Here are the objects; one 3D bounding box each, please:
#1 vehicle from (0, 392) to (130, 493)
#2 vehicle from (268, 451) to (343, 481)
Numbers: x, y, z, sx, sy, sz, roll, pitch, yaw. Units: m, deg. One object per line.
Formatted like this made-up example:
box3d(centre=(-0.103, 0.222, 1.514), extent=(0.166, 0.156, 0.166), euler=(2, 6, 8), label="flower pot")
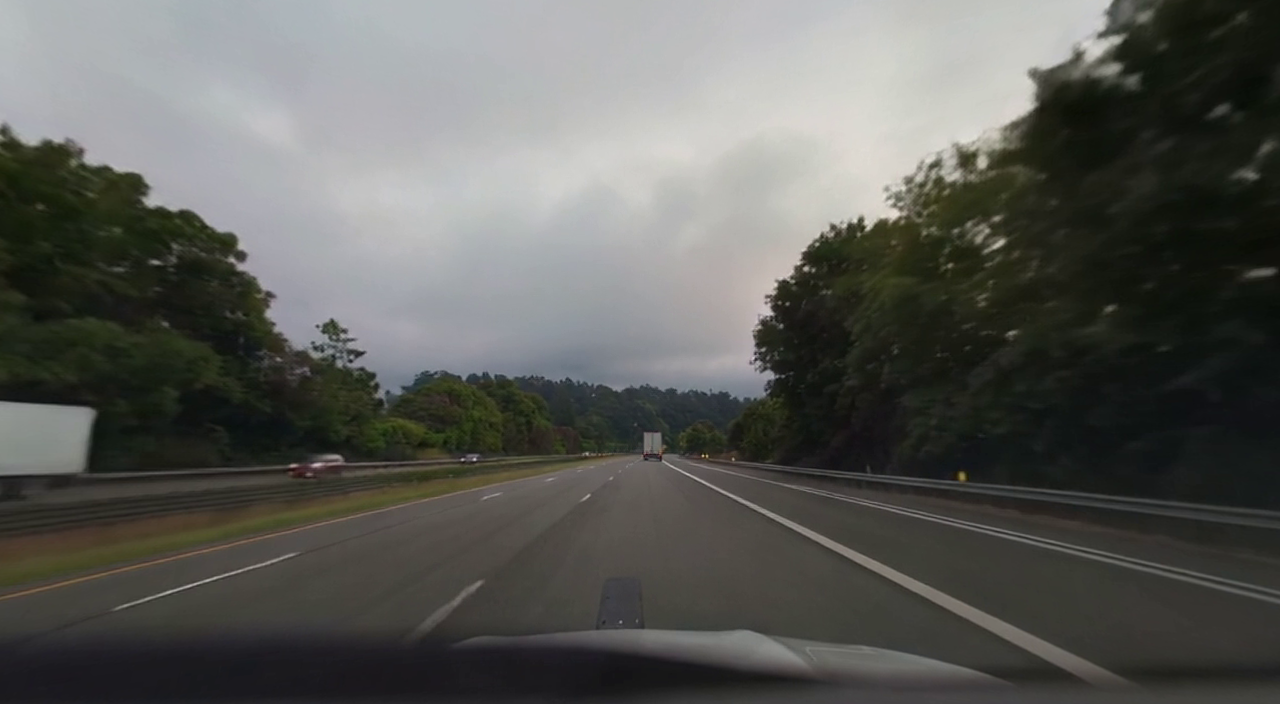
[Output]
box3d(centre=(-24.613, 3.410, 23.539), extent=(2.753, 3.628, 9.928), euler=(-1, -9, 1), label="vehicle")
box3d(centre=(-20.516, 6.996, 38.930), extent=(2.265, 1.716, 4.219), euler=(-1, -9, 0), label="vehicle")
